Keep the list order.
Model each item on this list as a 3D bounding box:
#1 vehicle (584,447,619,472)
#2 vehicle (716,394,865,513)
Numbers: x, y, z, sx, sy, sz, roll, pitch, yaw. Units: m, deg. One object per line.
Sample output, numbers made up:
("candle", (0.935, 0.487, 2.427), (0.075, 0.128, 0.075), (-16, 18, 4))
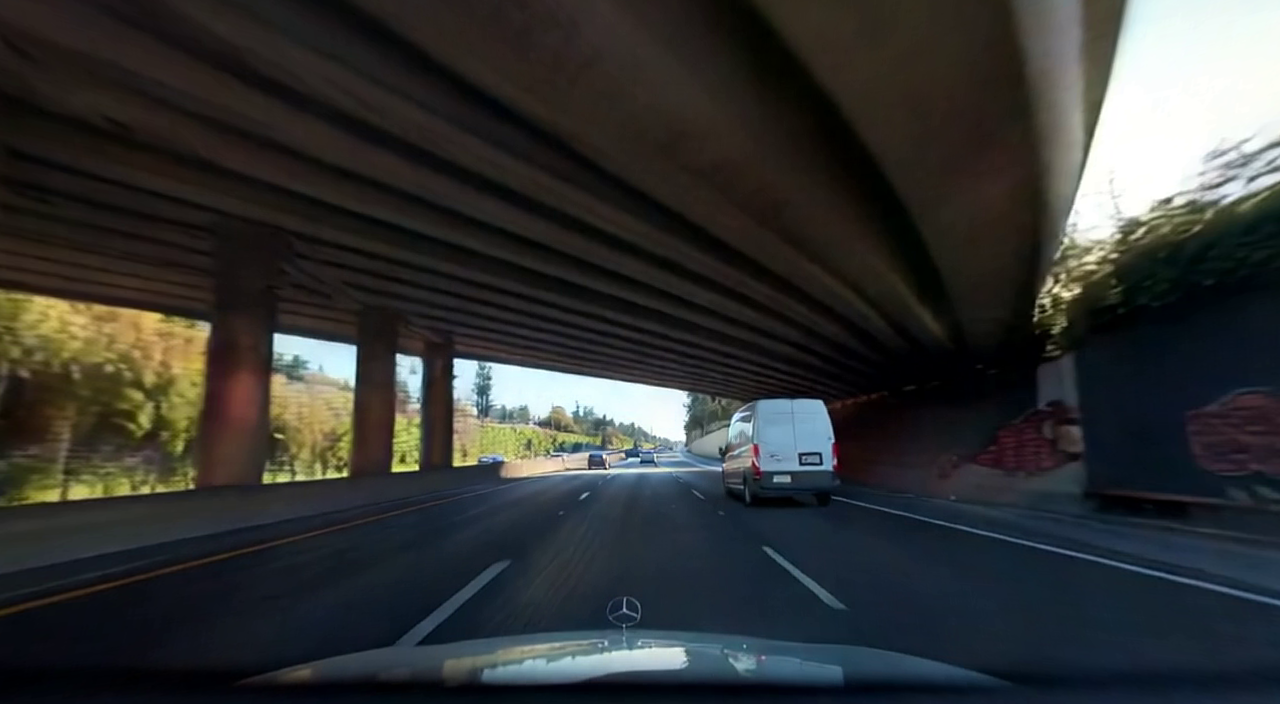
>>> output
("vehicle", (-2.582, 7.317, 43.029), (1.964, 1.618, 4.489), (0, -9, 2))
("vehicle", (3.640, 2.672, 16.730), (2.469, 2.591, 5.653), (0, -9, -1))
